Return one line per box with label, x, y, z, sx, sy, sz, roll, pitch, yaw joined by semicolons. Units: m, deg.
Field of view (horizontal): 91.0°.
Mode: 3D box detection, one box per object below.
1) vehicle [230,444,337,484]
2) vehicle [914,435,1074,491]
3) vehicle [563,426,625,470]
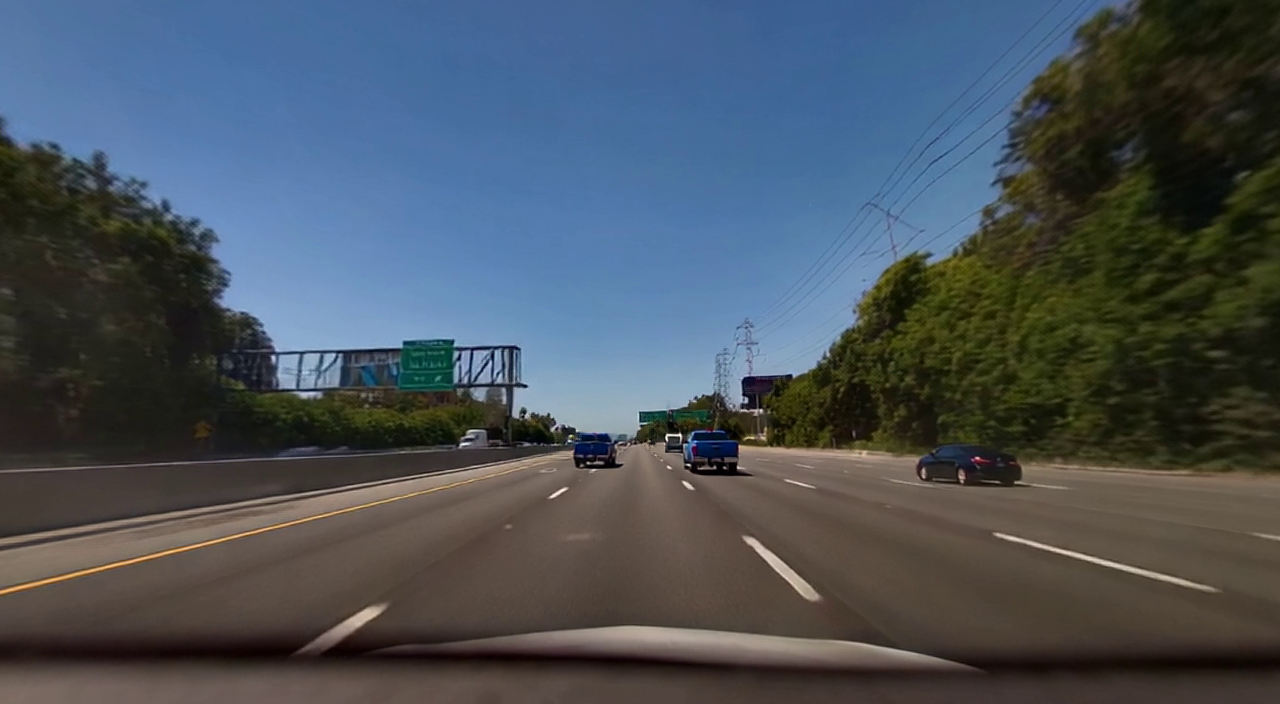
vehicle;-14.518;4.566;25.964;1.838;1.501;4.332;0;-8;0
vehicle;10.397;3.294;19.018;2.076;1.470;4.644;0;-8;-1
vehicle;-2.228;4.941;32.443;2.508;2.023;6.176;0;-8;2
